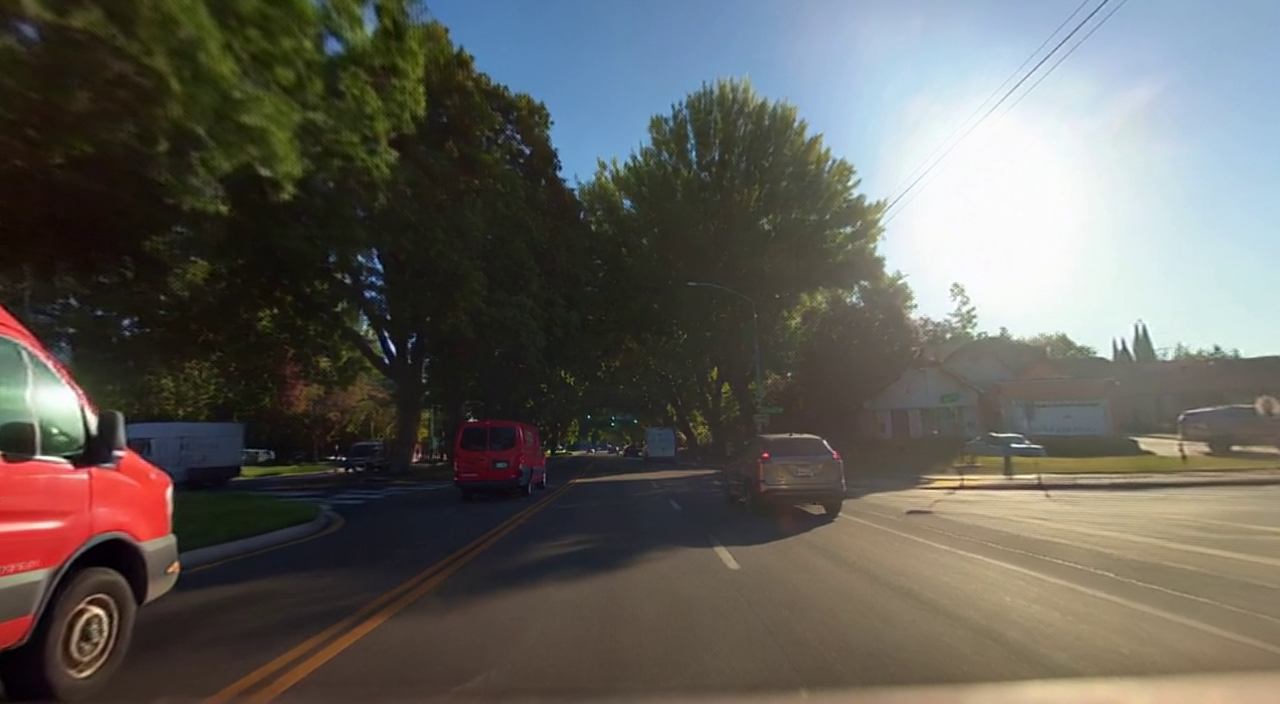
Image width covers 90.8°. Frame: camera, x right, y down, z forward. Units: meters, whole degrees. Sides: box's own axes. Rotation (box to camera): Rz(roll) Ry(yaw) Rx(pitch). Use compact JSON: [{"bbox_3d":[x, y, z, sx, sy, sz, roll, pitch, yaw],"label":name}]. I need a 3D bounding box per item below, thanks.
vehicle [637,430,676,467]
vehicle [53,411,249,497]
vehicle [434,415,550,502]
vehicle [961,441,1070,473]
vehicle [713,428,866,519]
[{"bbox_3d":[1.176,7.269,47.661,2.397,2.566,5.324,0,-9,-4],"label":"vehicle"},{"bbox_3d":[-23.181,4.939,30.840,2.883,3.560,8.400,0,-9,-1],"label":"vehicle"},{"bbox_3d":[-4.138,3.095,18.617,2.420,2.227,4.499,0,-9,-1],"label":"vehicle"},{"bbox_3d":[18.171,5.076,30.633,4.210,1.480,1.922,1,-9,-11],"label":"vehicle"},{"bbox_3d":[3.030,2.595,14.006,2.087,1.658,4.612,0,-9,-2],"label":"vehicle"}]
